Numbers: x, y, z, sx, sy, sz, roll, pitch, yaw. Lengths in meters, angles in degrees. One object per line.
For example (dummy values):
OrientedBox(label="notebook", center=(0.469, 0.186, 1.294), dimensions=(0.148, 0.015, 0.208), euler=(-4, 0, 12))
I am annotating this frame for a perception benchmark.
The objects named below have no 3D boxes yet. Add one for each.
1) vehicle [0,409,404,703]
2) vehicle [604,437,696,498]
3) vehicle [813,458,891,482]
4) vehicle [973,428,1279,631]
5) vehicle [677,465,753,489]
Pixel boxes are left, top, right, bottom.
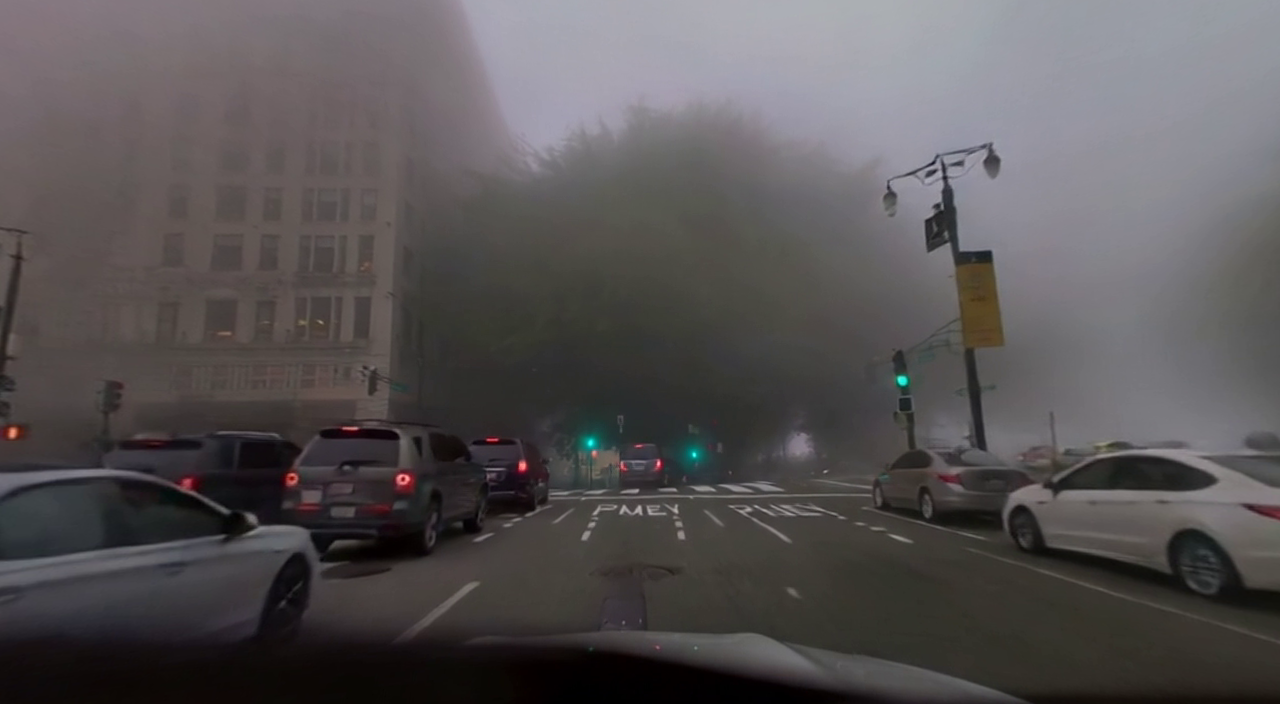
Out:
OrientedBox(label="vehicle", center=(-3.038, 1.087, 3.139), dimensions=(1.930, 1.450, 4.497), euler=(0, -9, 1))
OrientedBox(label="vehicle", center=(0.510, 3.794, 21.155), dimensions=(2.328, 1.746, 5.072), euler=(-2, -9, 10))
OrientedBox(label="vehicle", center=(13.609, 7.589, 40.715), dimensions=(4.371, 1.439, 1.818), euler=(0, -9, 1))
OrientedBox(label="vehicle", center=(5.845, 1.667, 6.899), dimensions=(1.919, 1.529, 4.558), euler=(0, -9, 1))
OrientedBox(label="vehicle", center=(5.044, 8.478, 42.853), dimensions=(4.766, 1.502, 1.891), euler=(1, -9, -7))
